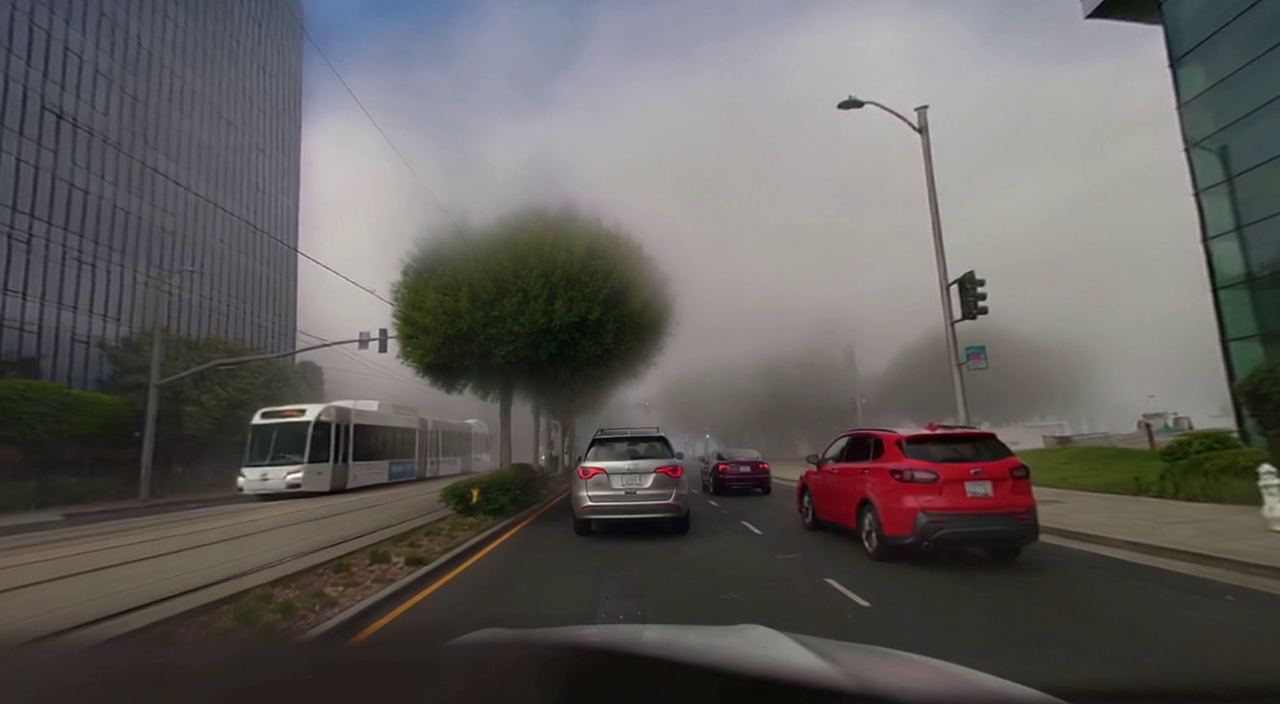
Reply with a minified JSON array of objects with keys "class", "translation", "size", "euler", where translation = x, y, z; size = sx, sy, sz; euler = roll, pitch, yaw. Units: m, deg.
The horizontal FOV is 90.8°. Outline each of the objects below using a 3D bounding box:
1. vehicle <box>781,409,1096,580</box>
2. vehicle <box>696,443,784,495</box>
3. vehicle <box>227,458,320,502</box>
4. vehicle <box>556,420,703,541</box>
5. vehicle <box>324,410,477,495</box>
[{"class":"vehicle","translation":[3.572,1.795,8.823],"size":[2.029,1.717,4.624],"euler":[0,-8,-1]},{"class":"vehicle","translation":[3.087,3.696,20.430],"size":[1.993,1.480,4.324],"euler":[0,-8,-2]},{"class":"vehicle","translation":[-18.533,6.454,32.275],"size":[1.933,1.919,4.913],"euler":[0,-8,-2]},{"class":"vehicle","translation":[-0.206,2.225,11.590],"size":[2.178,1.779,4.255],"euler":[0,-8,-2]},{"class":"vehicle","translation":[-10.953,4.785,30.570],"size":[3.053,3.359,10.539],"euler":[0,-8,1]}]
